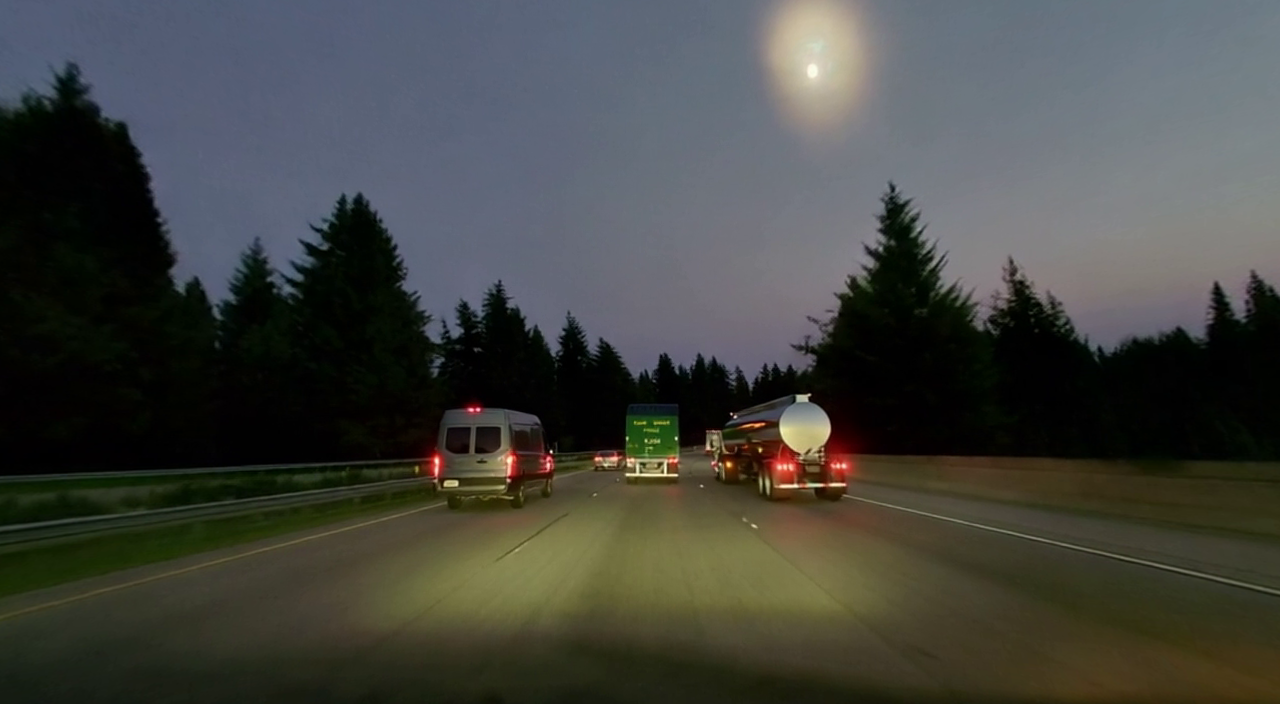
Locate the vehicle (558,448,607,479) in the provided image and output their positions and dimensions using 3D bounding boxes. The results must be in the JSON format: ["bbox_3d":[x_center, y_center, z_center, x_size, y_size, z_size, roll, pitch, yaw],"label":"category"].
[{"bbox_3d":[-3.194,6.308,35.918,2.134,1.652,4.439,-1,-9,3],"label":"vehicle"}]

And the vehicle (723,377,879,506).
[{"bbox_3d":[5.150,3.321,23.023,2.706,3.500,11.483,0,-9,0],"label":"vehicle"}]

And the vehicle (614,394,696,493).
[{"bbox_3d":[0.332,3.983,26.869,2.773,3.455,9.118,0,-9,-3],"label":"vehicle"}]

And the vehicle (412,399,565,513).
[{"bbox_3d":[-3.831,2.874,17.637,2.525,2.572,6.260,0,-9,2],"label":"vehicle"}]
